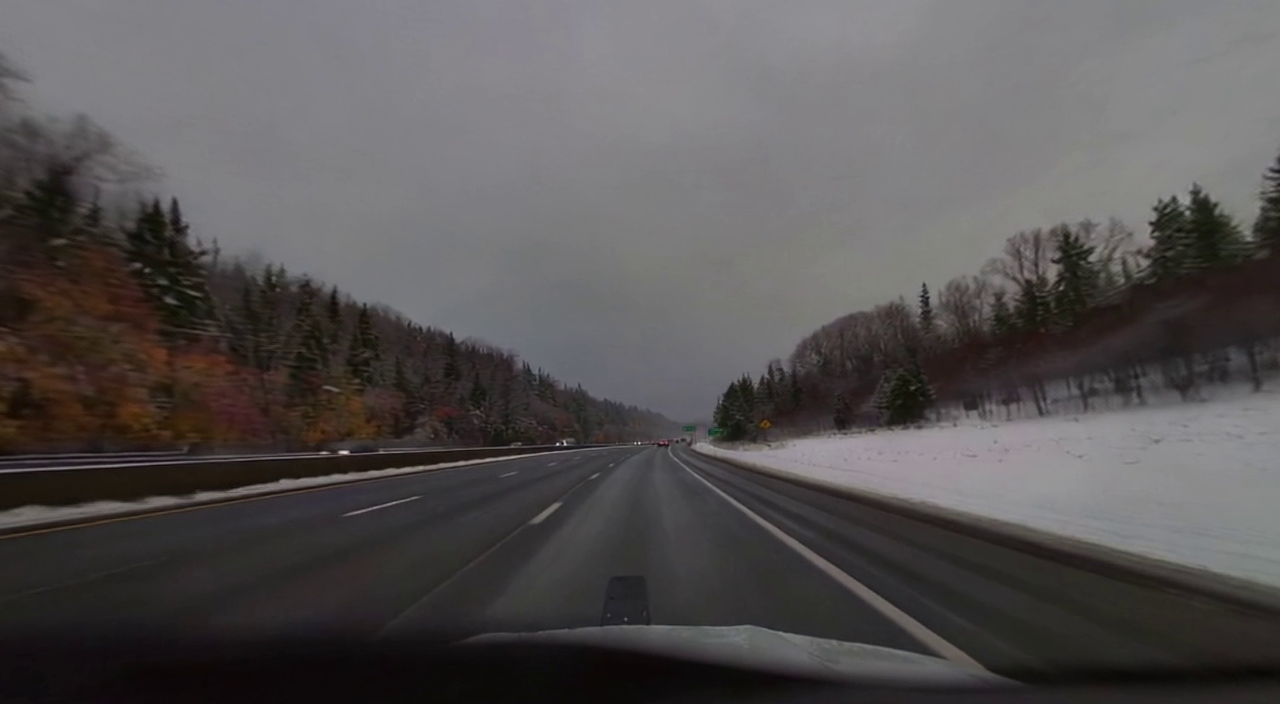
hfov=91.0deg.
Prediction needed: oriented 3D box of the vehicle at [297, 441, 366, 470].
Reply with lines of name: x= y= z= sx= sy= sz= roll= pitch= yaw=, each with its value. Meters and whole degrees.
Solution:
vehicle: x=-18.485 y=6.200 z=37.870 sx=1.913 sy=1.619 sz=4.158 roll=-1 pitch=-8 yaw=2
